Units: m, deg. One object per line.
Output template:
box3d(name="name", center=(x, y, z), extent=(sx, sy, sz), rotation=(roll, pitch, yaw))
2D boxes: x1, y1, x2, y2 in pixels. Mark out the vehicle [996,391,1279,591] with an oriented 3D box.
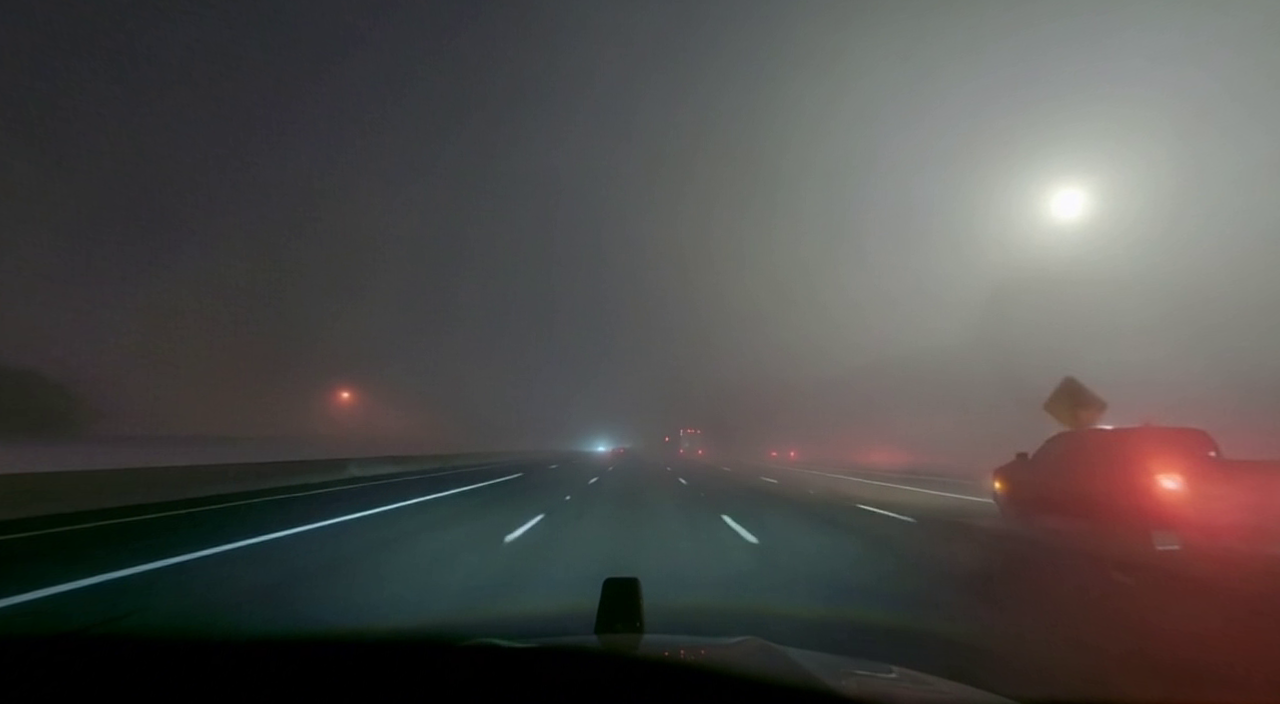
box3d(name="vehicle", center=(6.769, 1.557, 7.705), extent=(2.096, 1.767, 4.601), rotation=(0, -9, 0))
